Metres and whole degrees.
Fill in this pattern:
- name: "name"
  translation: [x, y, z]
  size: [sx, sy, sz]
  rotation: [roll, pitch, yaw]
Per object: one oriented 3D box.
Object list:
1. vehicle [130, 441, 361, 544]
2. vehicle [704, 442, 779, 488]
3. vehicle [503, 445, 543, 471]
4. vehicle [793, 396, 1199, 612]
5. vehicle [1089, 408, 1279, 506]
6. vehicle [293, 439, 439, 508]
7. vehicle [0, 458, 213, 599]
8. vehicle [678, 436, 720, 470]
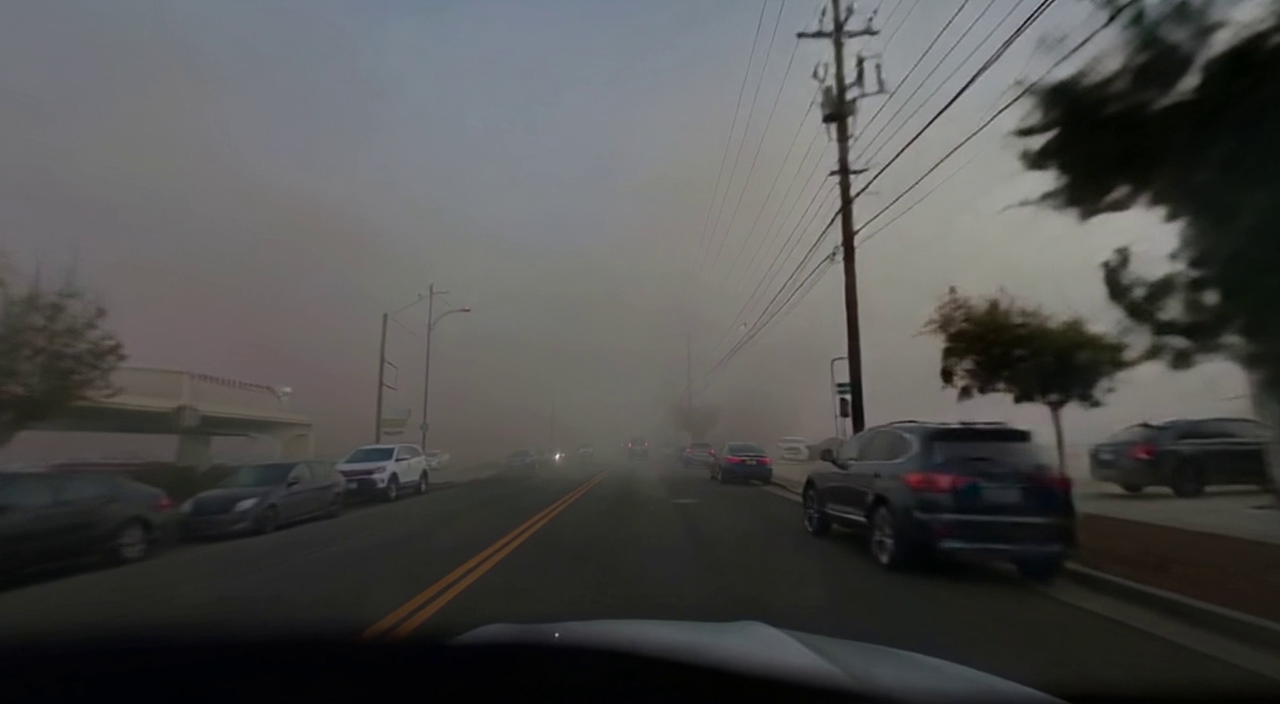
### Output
- name: "vehicle"
  translation: [-8.466, 2.978, 14.280]
  size: [2.045, 1.820, 4.858]
  rotation: [0, -7, 0]
- name: "vehicle"
  translation: [3.506, 3.981, 22.642]
  size: [1.866, 1.439, 4.482]
  rotation: [0, -8, -1]
- name: "vehicle"
  translation: [-8.493, 7.676, 46.173]
  size: [2.113, 1.665, 5.062]
  rotation: [0, -7, -2]
- name: "vehicle"
  translation: [3.547, 1.601, 7.673]
  size: [2.088, 1.765, 4.704]
  rotation: [0, -8, -1]
- name: "vehicle"
  translation: [11.314, 1.845, 11.480]
  size: [4.711, 1.587, 1.909]
  rotation: [-2, -8, 3]
- name: "vehicle"
  translation: [-8.317, 3.721, 19.922]
  size: [1.986, 1.831, 5.678]
  rotation: [0, -9, 1]
- name: "vehicle"
  translation: [-8.622, 2.337, 8.817]
  size: [2.022, 1.501, 4.860]
  rotation: [0, -7, -1]
- name: "vehicle"
  translation: [3.391, 5.954, 37.177]
  size: [2.025, 1.843, 4.883]
  rotation: [-1, -9, 1]
